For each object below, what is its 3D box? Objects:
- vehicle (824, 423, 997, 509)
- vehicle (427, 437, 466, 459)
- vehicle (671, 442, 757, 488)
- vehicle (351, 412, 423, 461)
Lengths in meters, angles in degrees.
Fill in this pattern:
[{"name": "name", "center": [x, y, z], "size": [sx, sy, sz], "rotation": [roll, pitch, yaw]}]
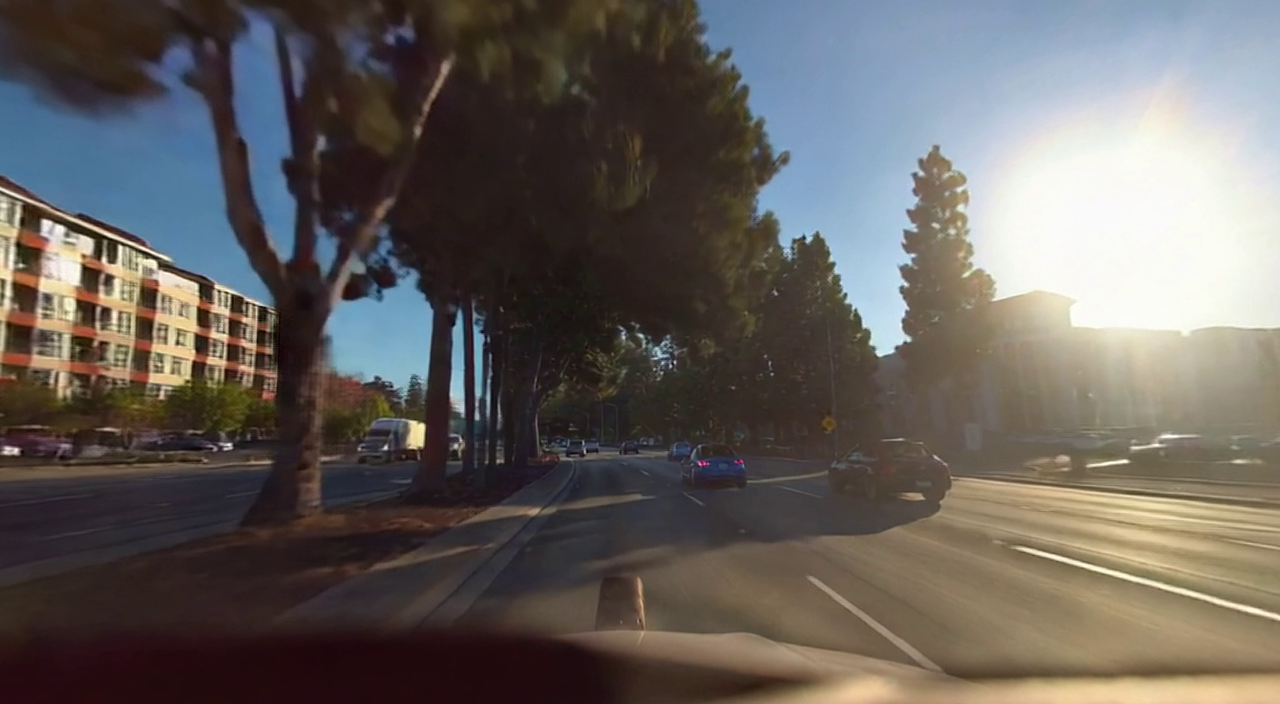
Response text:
[{"name": "vehicle", "center": [6.173, 2.637, 15.097], "size": [1.987, 1.730, 4.373], "rotation": [1, -8, -3]}, {"name": "vehicle", "center": [-14.428, 7.181, 47.257], "size": [1.965, 1.514, 4.404], "rotation": [1, -8, -7]}, {"name": "vehicle", "center": [2.290, 3.649, 20.803], "size": [1.990, 1.347, 4.388], "rotation": [1, -8, -4]}, {"name": "vehicle", "center": [-17.521, 5.986, 44.345], "size": [2.989, 3.150, 6.793], "rotation": [1, -8, -8]}]
